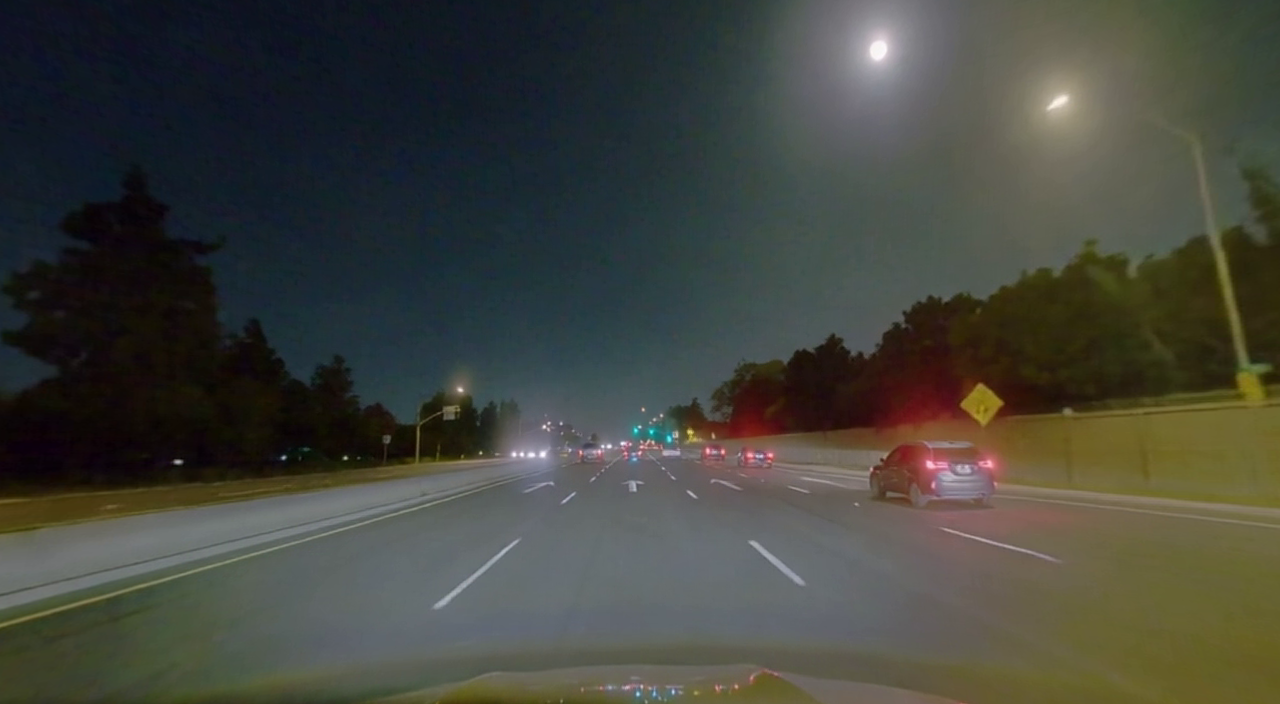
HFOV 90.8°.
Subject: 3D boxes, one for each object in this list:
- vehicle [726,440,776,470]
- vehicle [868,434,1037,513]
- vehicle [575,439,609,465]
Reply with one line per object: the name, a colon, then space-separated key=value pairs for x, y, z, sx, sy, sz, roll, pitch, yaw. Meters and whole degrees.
vehicle: x=6.306 y=5.889 z=36.346 sx=1.987 sy=1.597 sz=4.463 roll=0 pitch=-8 yaw=-1
vehicle: x=6.721 y=2.624 z=14.105 sx=1.838 sy=1.518 sz=3.713 roll=0 pitch=-8 yaw=-1
vehicle: x=-3.557 y=7.478 z=47.361 sx=2.230 sy=1.827 sz=4.406 roll=0 pitch=-8 yaw=0
